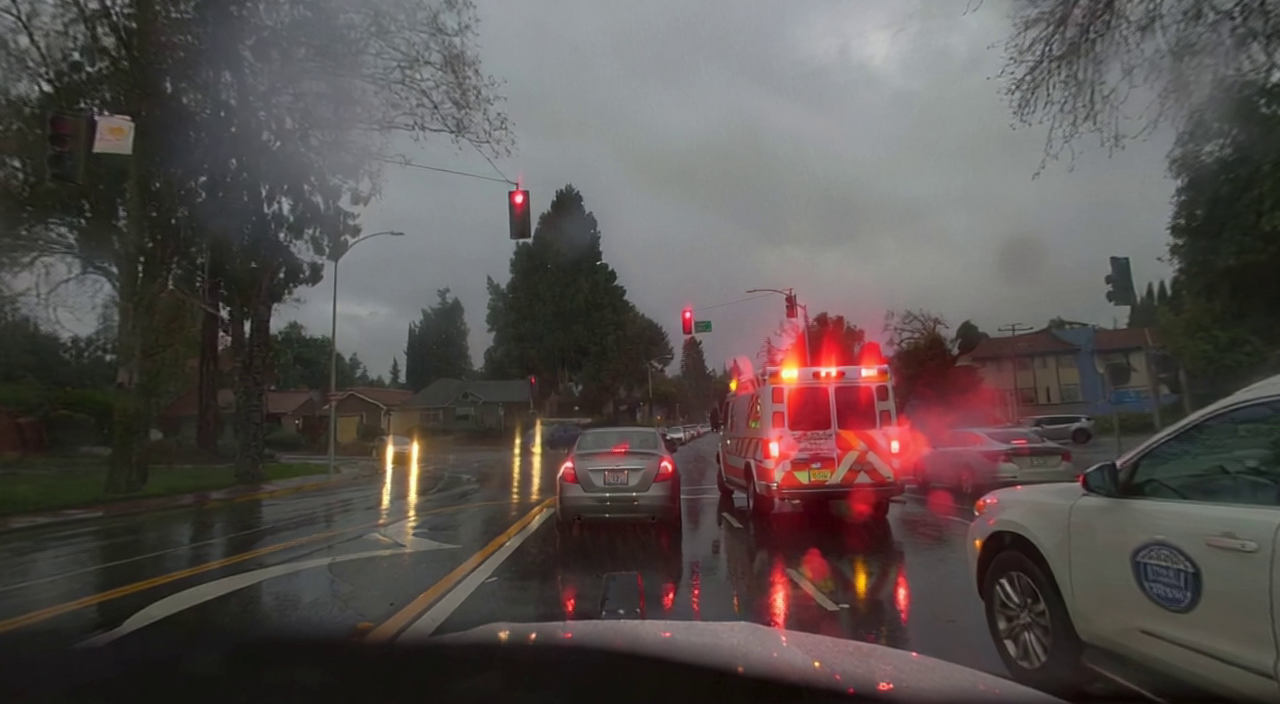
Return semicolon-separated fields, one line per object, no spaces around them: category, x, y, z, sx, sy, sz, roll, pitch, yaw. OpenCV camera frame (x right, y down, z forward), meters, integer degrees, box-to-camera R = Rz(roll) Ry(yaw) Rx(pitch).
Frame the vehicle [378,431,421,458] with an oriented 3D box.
vehicle;-17.733;6.877;46.875;2.246;1.880;4.454;1;-8;-12

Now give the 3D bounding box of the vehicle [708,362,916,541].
vehicle;2.891;1.884;12.368;2.406;2.687;5.521;0;-8;-1

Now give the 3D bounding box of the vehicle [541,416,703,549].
vehicle;-0.268;1.977;10.189;2.114;1.707;3.725;0;-8;-1

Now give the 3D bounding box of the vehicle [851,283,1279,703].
vehicle;2.852;0.894;2.854;2.194;1.820;4.652;0;-8;0
